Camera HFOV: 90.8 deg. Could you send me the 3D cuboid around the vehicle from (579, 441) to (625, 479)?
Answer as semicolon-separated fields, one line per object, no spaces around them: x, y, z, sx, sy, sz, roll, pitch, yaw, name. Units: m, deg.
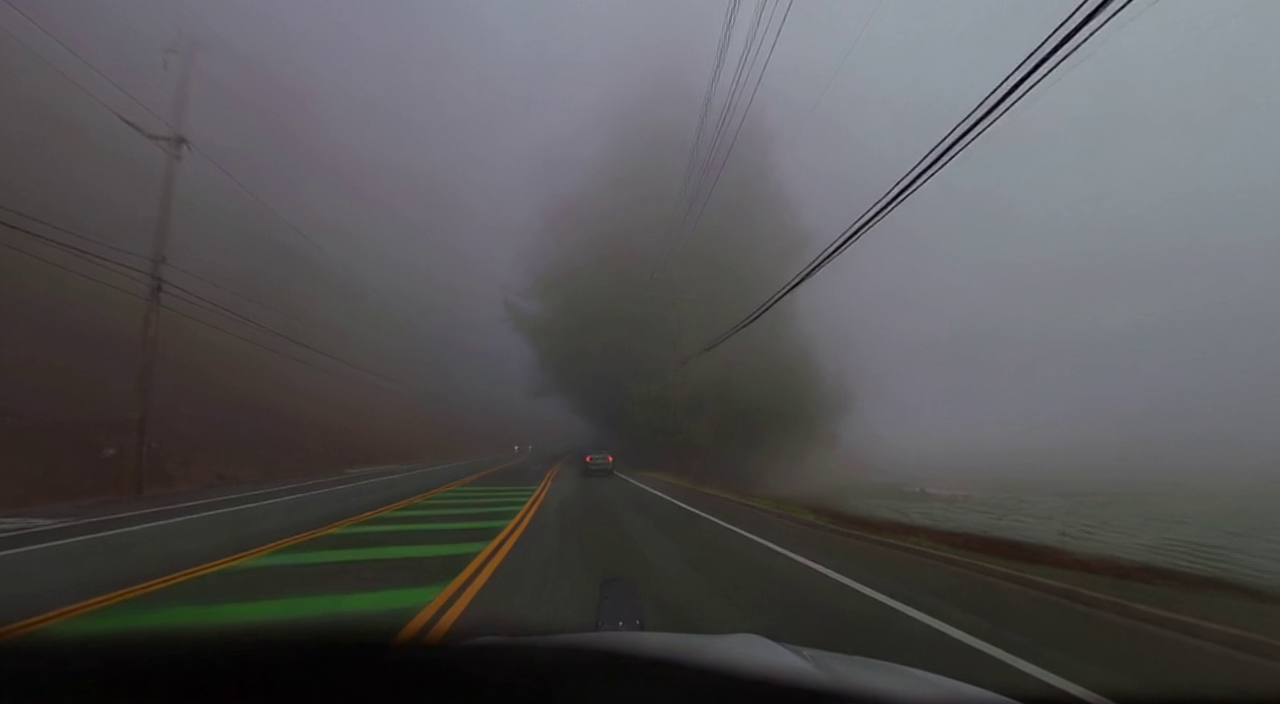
-2.012;5.430;32.105;2.140;1.767;4.720;1;-9;-6;vehicle
